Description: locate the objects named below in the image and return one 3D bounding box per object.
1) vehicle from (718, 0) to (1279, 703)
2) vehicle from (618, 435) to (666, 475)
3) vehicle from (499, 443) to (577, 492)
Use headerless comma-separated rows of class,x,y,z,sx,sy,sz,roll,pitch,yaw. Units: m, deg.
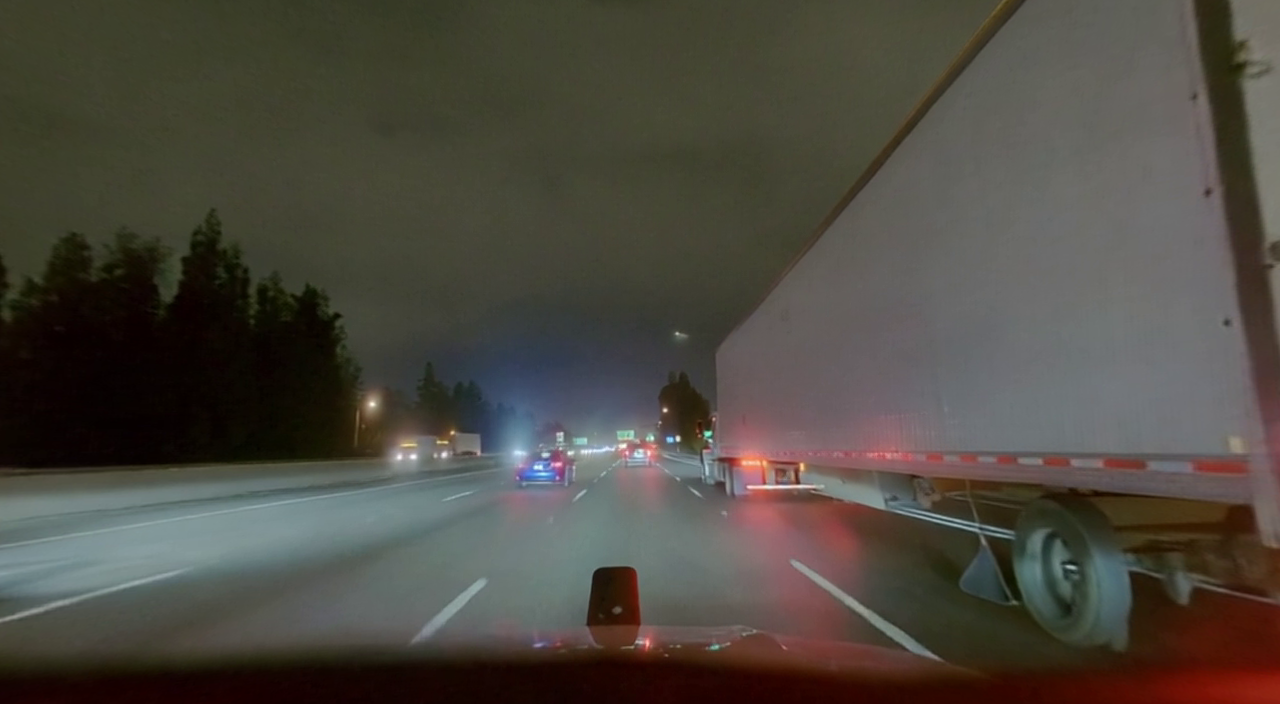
vehicle,3.591,0.626,9.240,2.876,4.086,15.117,0,-9,0
vehicle,0.050,5.060,31.072,2.203,1.805,4.358,0,-9,-1
vehicle,-3.223,3.740,20.777,1.864,1.406,4.544,0,-9,-1
